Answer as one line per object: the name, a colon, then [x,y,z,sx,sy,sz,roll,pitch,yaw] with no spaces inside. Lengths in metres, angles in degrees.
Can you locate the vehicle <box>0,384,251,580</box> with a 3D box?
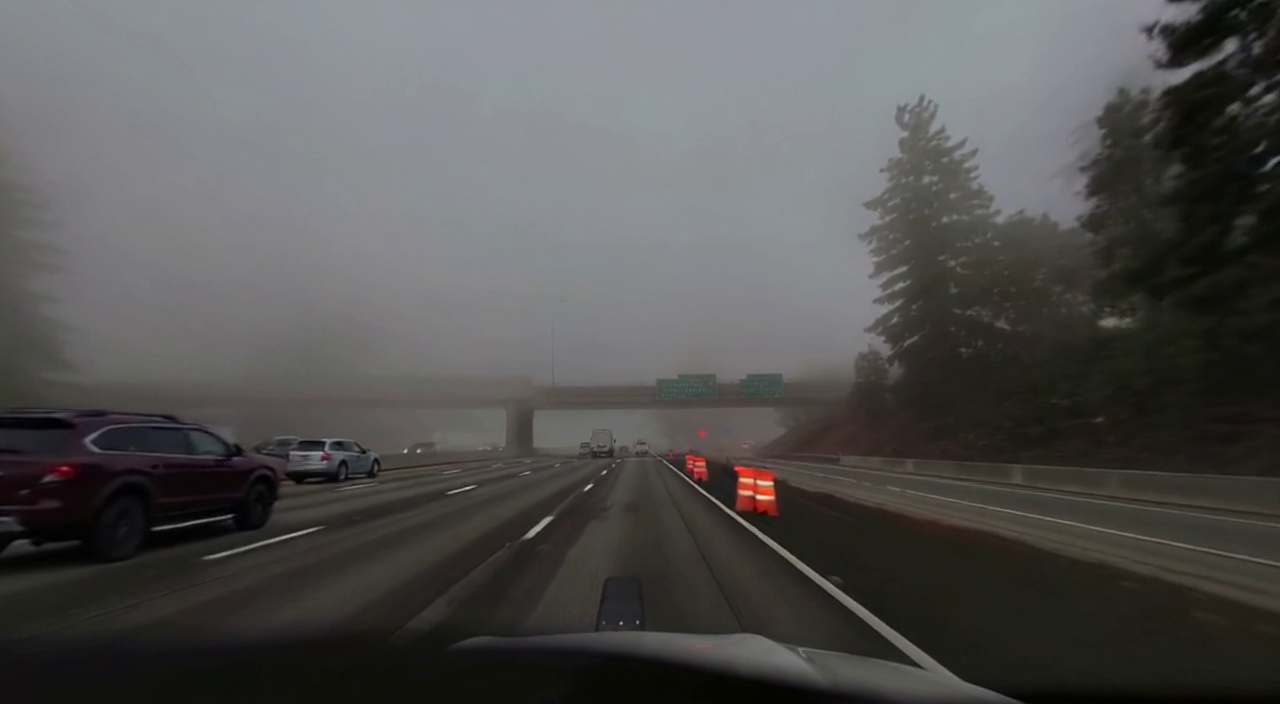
vehicle: [-6.890,1.348,6.853,2.103,1.775,4.966,0,-9,0]

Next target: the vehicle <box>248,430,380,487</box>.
vehicle: [-10.500,3.455,20.709,1.964,1.662,4.367,0,-8,0]
